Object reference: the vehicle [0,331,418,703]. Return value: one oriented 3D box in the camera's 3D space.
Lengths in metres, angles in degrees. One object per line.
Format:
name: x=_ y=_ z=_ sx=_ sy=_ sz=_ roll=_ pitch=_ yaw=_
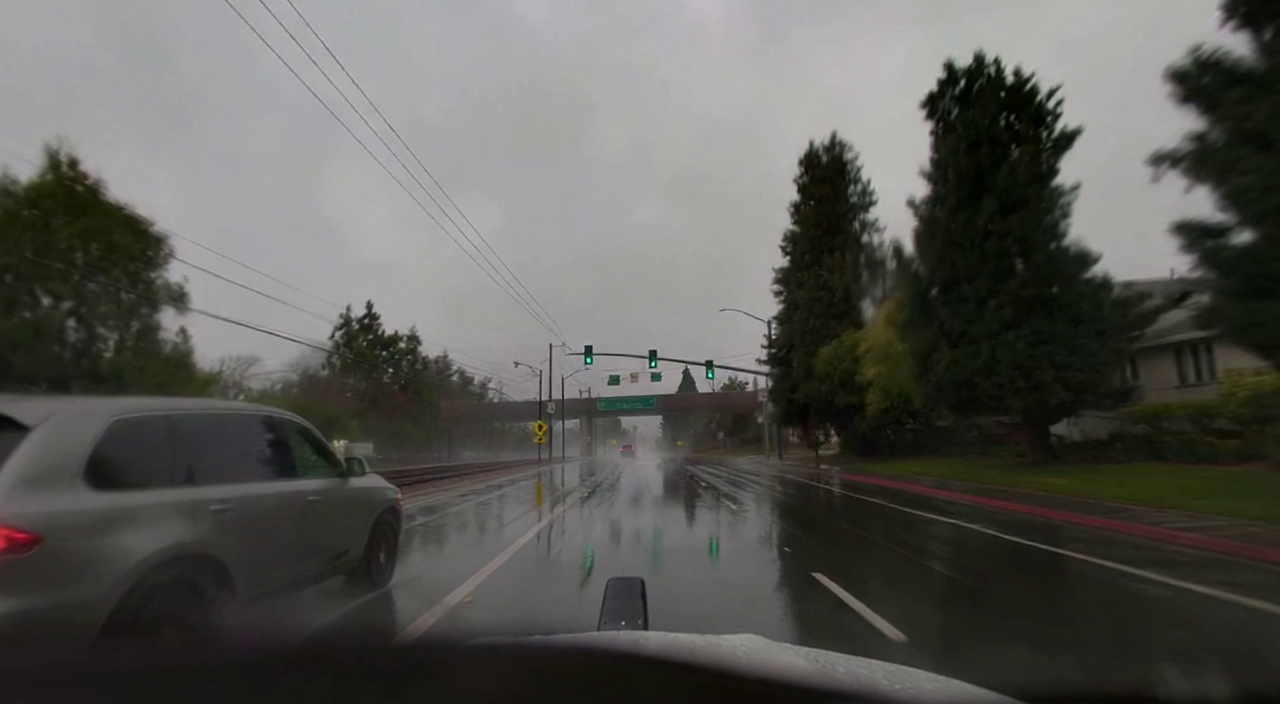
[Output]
vehicle: x=-3.138 y=1.054 z=3.929 sx=1.882 sy=1.704 sz=4.335 roll=0 pitch=-8 yaw=0
